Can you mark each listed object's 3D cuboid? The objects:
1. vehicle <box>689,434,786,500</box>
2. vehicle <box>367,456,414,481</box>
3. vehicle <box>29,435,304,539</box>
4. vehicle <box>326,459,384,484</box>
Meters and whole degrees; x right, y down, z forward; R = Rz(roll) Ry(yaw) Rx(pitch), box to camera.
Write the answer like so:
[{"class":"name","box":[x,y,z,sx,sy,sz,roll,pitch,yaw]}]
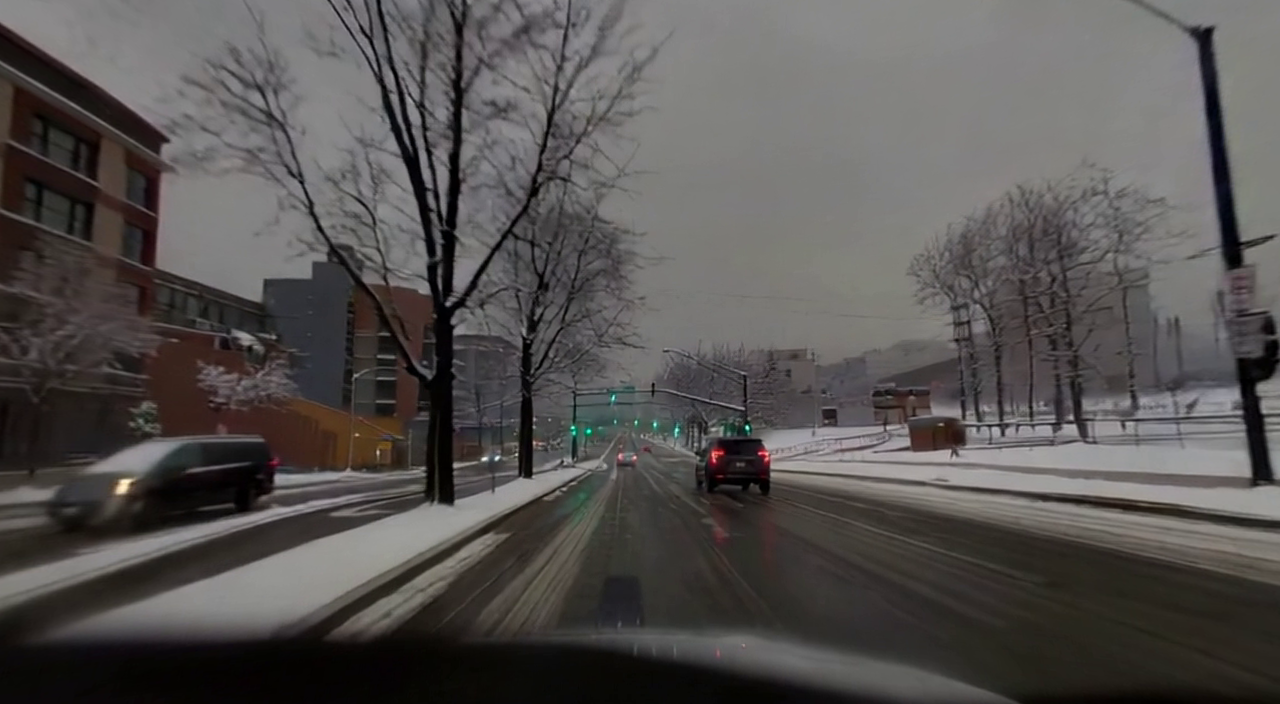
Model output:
[{"class":"vehicle","box":[2.972,3.622,20.438,2.129,1.844,4.767,0,-8,-3]},{"class":"vehicle","box":[-19.236,8.963,48.884,1.880,1.725,4.509,0,-8,-1]},{"class":"vehicle","box":[-9.563,2.700,13.510,1.939,1.744,5.079,0,-8,0]},{"class":"vehicle","box":[-19.167,8.028,42.710,1.812,1.482,4.512,0,-8,0]}]
